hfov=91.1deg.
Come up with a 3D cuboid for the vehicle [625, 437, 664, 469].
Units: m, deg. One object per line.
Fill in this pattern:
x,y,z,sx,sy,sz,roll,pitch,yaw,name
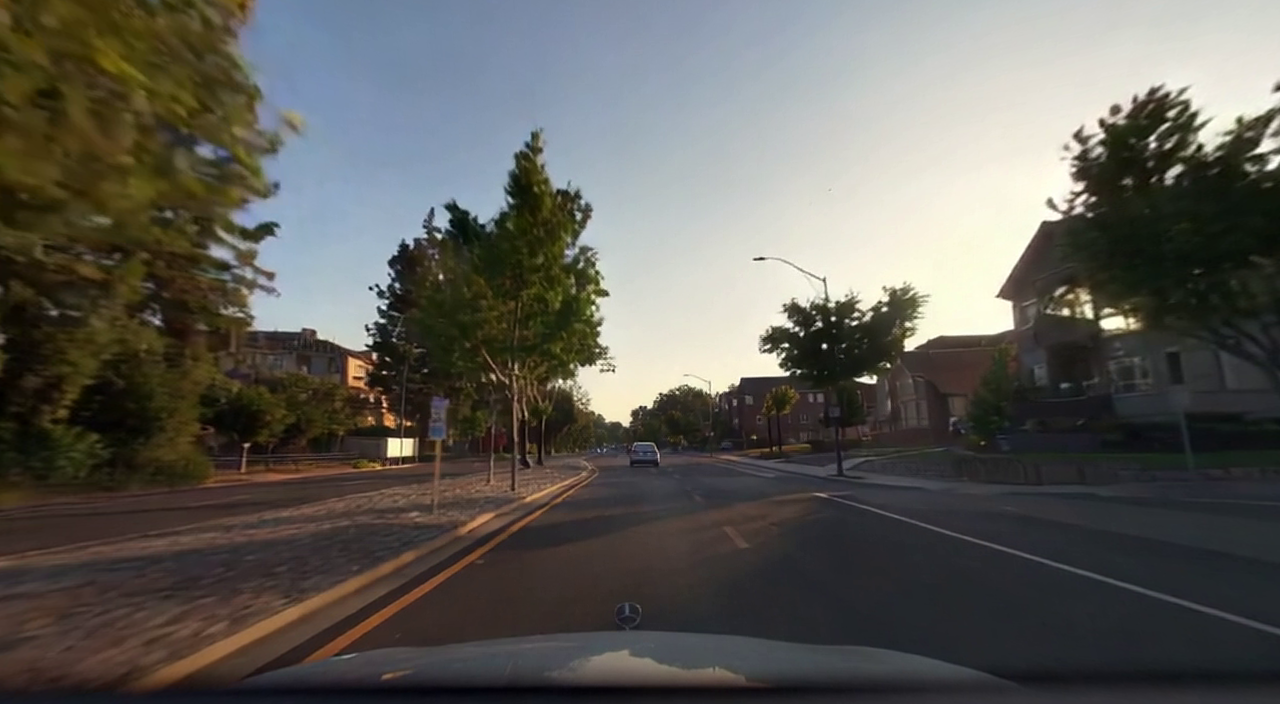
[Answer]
0.207,6.010,37.488,2.165,1.783,4.391,1,-9,-1,vehicle
